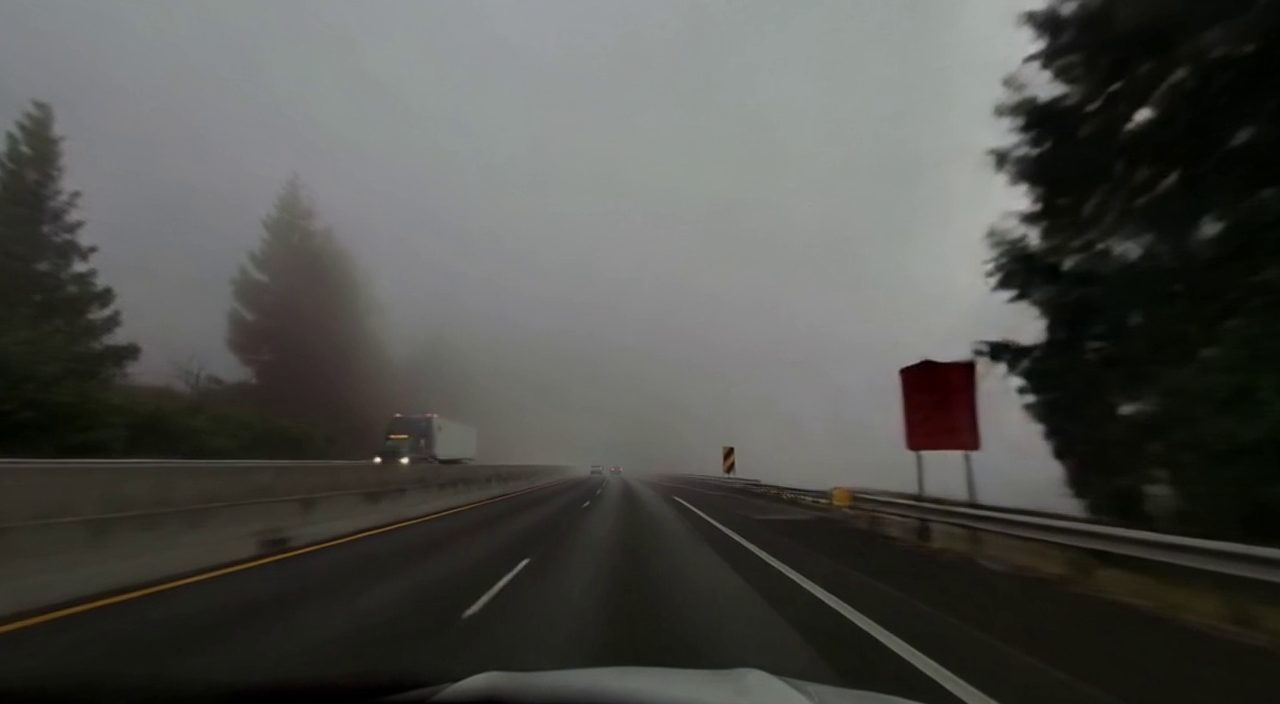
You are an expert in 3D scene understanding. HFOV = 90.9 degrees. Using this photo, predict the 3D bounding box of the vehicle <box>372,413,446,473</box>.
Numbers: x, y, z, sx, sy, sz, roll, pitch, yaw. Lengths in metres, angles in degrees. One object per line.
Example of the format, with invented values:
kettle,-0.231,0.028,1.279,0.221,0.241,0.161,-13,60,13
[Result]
vehicle,-15.939,6.416,43.916,3.006,3.840,5.721,1,-10,-2
